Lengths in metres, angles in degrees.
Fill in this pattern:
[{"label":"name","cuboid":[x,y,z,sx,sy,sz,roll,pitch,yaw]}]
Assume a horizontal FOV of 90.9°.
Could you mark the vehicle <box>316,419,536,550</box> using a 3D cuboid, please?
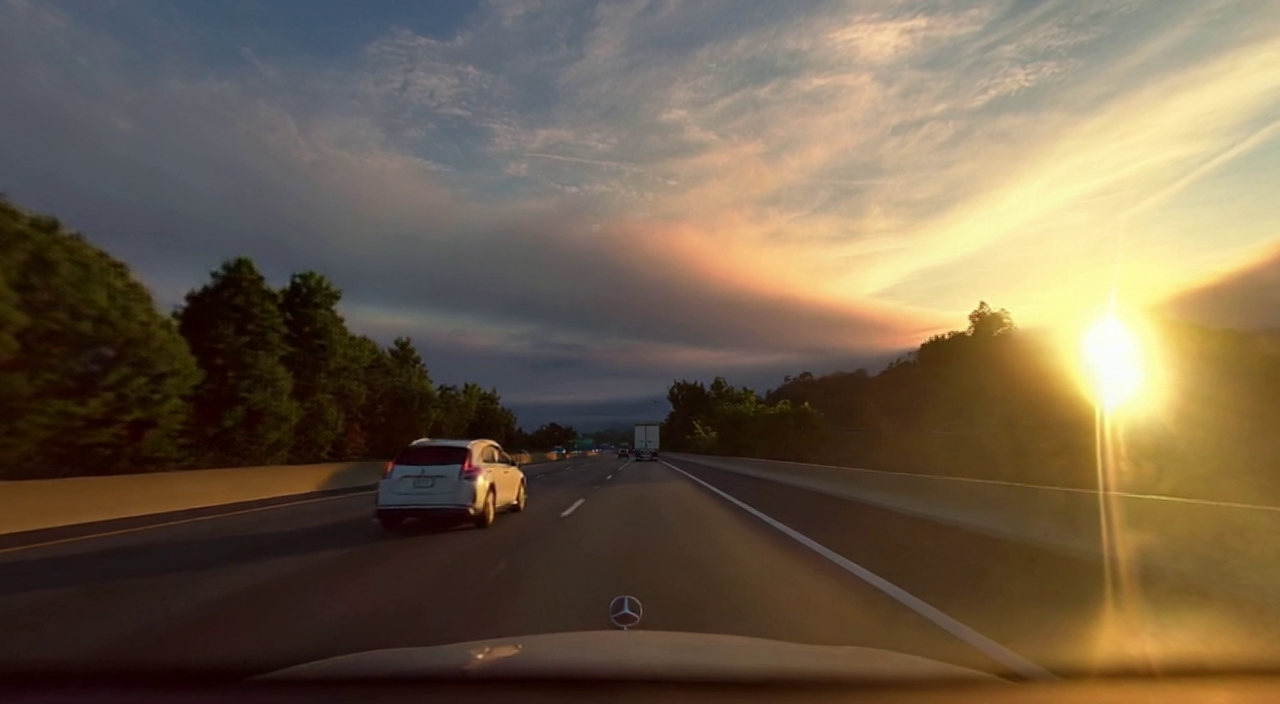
[{"label":"vehicle","cuboid":[-3.180,2.088,10.590,2.017,1.680,4.636,0,-9,0]}]
